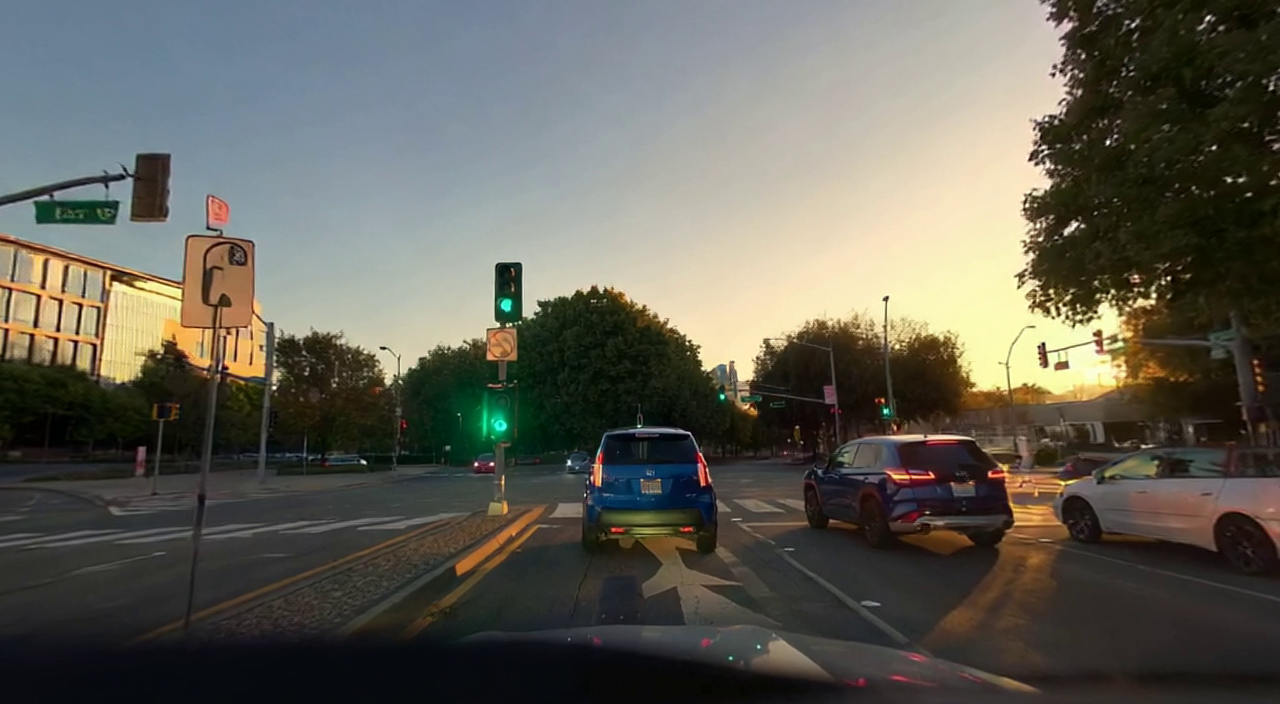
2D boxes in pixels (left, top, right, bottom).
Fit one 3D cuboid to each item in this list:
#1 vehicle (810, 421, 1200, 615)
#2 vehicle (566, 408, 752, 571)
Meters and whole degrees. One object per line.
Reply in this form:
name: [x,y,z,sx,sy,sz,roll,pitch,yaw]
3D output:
vehicle: [3.621,1.696,7.482,1.899,1.572,4.425,0,-8,-1]
vehicle: [0.111,1.843,9.199,2.085,1.807,4.038,0,-8,-3]
